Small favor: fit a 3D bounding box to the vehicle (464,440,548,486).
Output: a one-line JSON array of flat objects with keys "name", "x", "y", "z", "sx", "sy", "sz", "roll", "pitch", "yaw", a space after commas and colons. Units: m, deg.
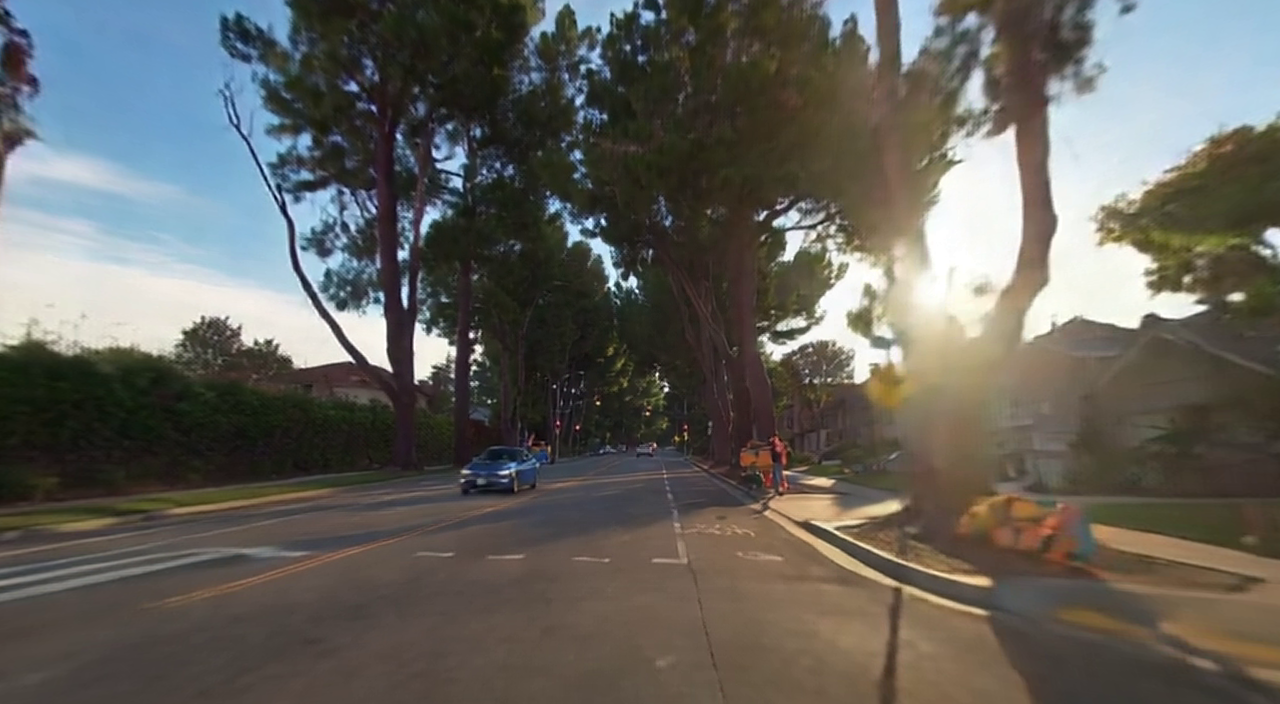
[{"name": "vehicle", "x": -4.827, "y": 4.056, "z": 23.409, "sx": 1.927, "sy": 1.521, "sz": 4.571, "roll": 0, "pitch": -8, "yaw": 2}]
